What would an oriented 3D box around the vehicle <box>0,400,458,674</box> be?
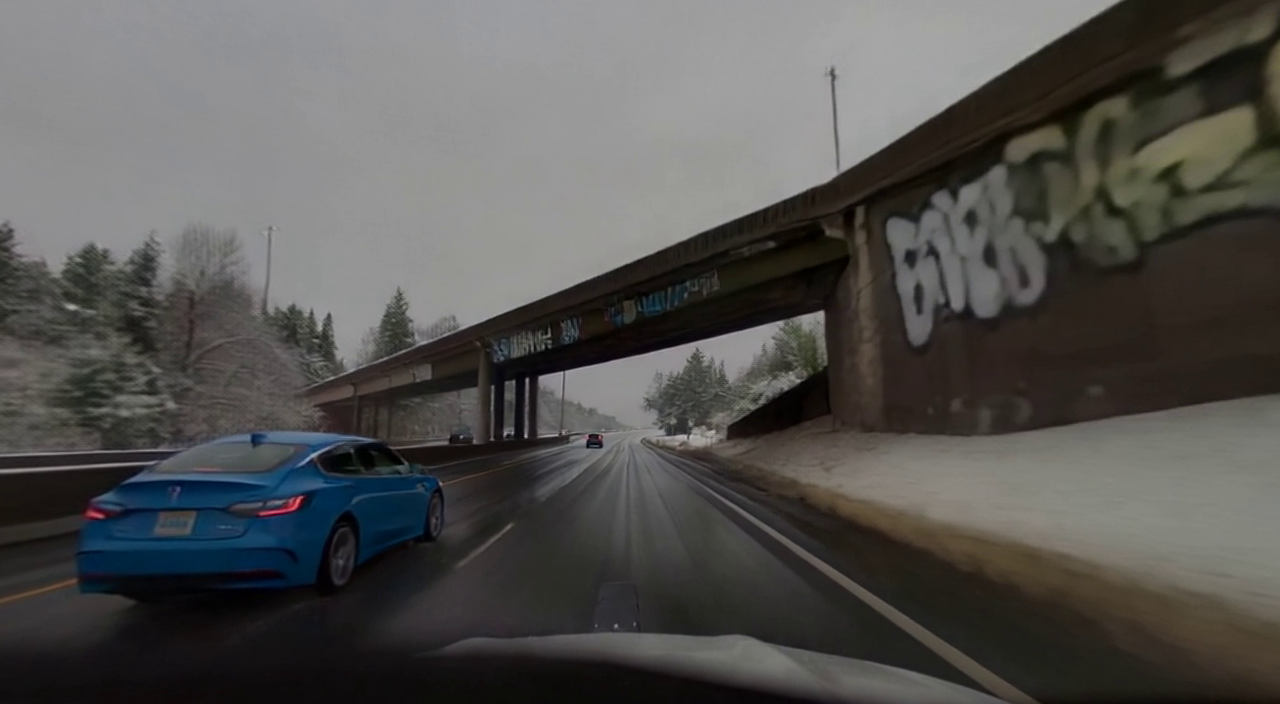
[{"bbox_3d":[-3.449,1.365,5.957,2.108,1.555,4.574,0,-8,0],"label":"vehicle"}]
